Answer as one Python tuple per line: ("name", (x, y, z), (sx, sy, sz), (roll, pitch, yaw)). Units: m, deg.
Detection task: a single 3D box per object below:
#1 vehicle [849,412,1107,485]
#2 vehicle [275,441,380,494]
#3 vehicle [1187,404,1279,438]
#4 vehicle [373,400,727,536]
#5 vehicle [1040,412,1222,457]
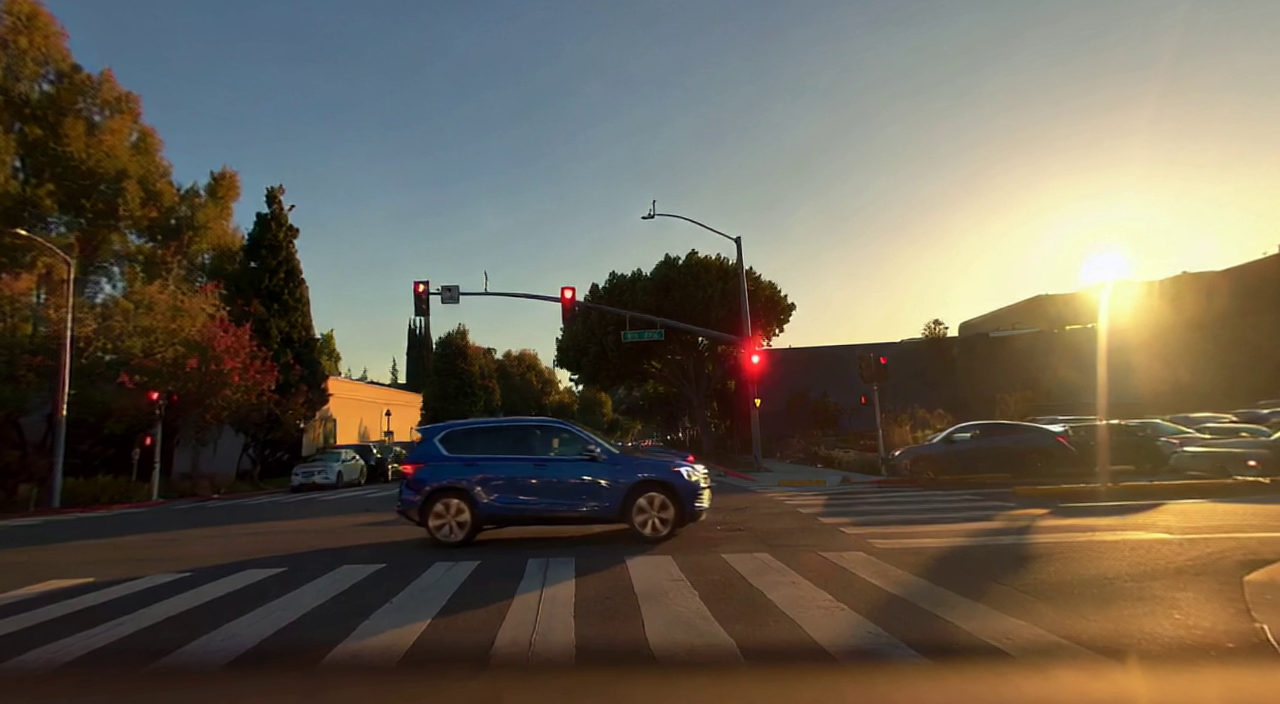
("vehicle", (6.947, 2.104, 13.500), (4.385, 1.419, 1.855), (-1, -12, 8))
("vehicle", (-13.723, 5.060, 28.154), (2.251, 1.957, 4.968), (-4, -9, -1))
("vehicle", (34.921, 4.018, 36.630), (4.326, 1.511, 1.725), (-8, -9, 17))
("vehicle", (-1.251, 1.834, 10.072), (5.122, 1.781, 2.098), (-3, -9, 6))
("vehicle", (16.961, 2.907, 22.107), (4.560, 1.453, 1.851), (-3, -9, 18))
